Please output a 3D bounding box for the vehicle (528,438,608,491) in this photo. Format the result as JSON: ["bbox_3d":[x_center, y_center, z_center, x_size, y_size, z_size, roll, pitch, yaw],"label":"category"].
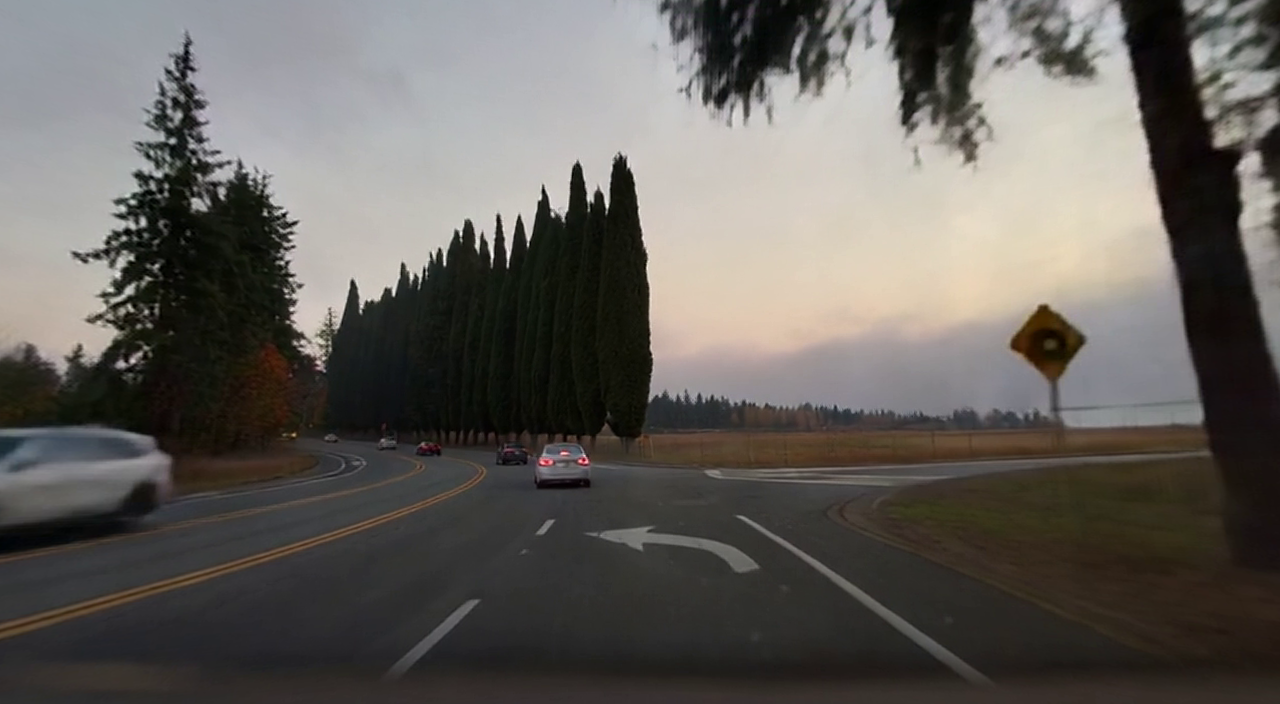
[{"bbox_3d":[-2.435,3.606,20.367,2.296,1.510,4.068,2,-9,-10],"label":"vehicle"}]

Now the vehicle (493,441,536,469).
[{"bbox_3d":[-7.441,6.072,37.121,2.080,1.530,3.719,3,-9,-17],"label":"vehicle"}]
